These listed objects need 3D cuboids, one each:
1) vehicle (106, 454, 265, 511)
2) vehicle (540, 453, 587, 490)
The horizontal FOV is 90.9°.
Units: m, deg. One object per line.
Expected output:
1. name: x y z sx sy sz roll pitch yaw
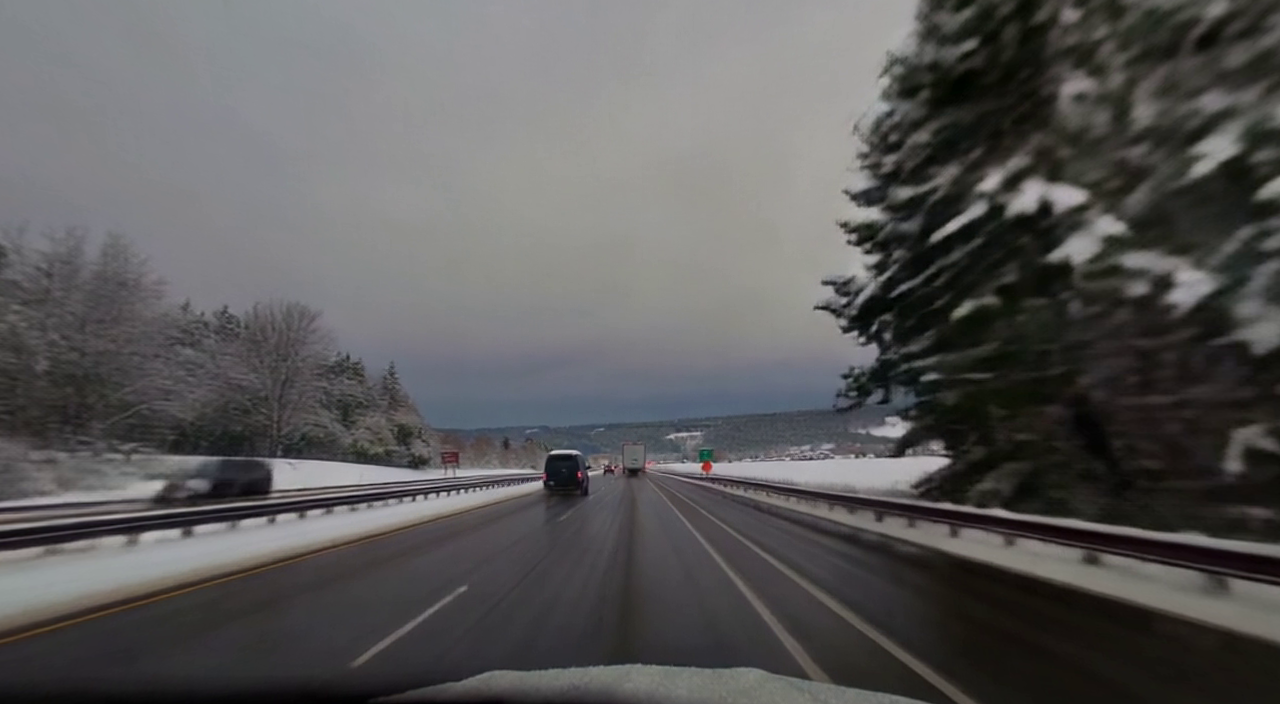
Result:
1. vehicle: -17.074 4.944 24.122 2.138 1.883 5.217 1 -10 0
2. vehicle: -4.420 7.041 37.182 2.208 1.973 4.716 1 -10 0
